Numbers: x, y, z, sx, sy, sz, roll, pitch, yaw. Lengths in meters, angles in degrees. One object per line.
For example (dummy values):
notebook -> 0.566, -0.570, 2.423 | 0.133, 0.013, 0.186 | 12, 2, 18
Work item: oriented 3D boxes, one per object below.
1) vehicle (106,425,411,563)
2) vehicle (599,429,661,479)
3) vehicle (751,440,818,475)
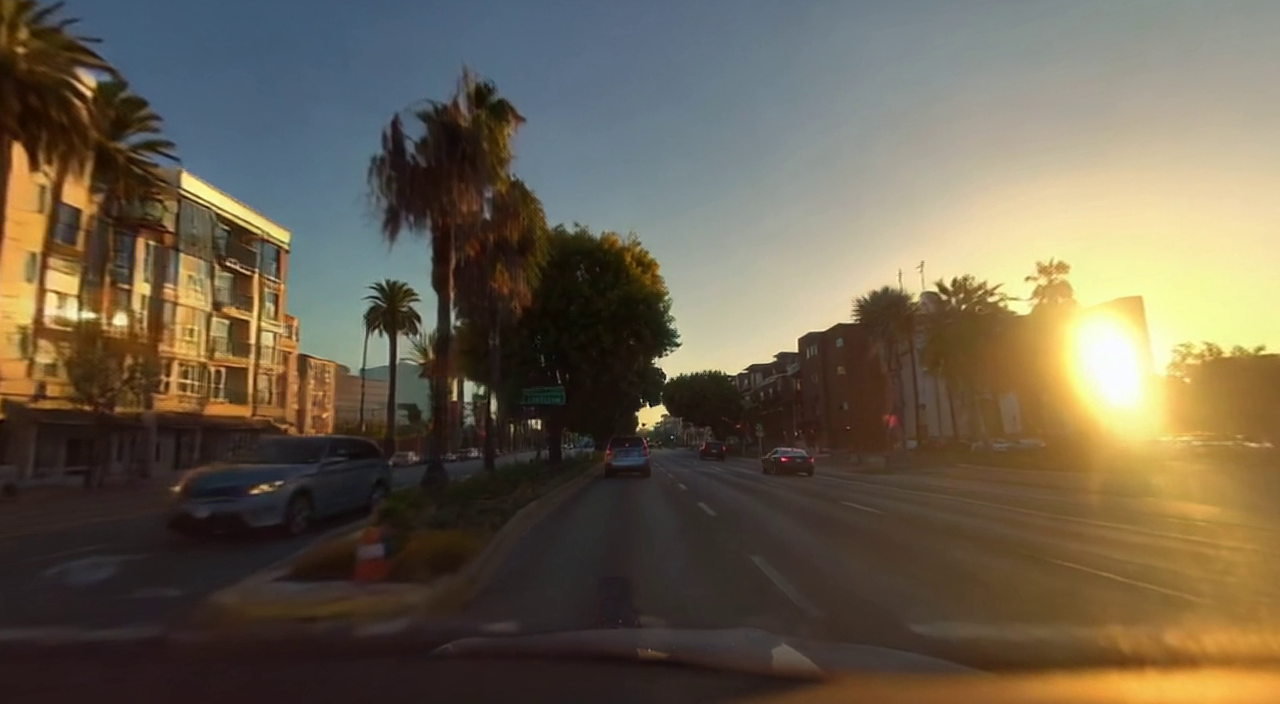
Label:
vehicle -> -5.262, 1.965, 9.592 | 2.028, 1.489, 4.386 | -3, -8, -2
vehicle -> -0.379, 4.053, 25.231 | 2.277, 1.816, 4.192 | 0, -8, -1
vehicle -> 6.726, 4.953, 29.875 | 1.975, 1.483, 4.769 | 0, -8, -1
